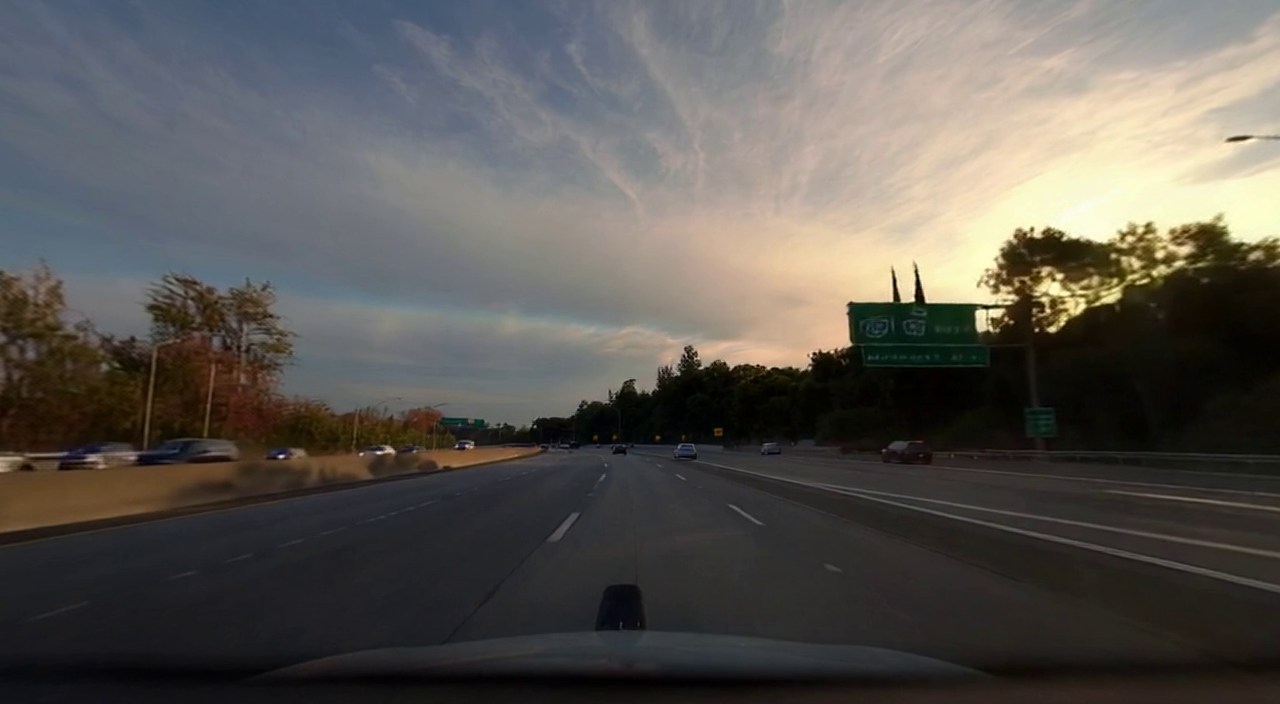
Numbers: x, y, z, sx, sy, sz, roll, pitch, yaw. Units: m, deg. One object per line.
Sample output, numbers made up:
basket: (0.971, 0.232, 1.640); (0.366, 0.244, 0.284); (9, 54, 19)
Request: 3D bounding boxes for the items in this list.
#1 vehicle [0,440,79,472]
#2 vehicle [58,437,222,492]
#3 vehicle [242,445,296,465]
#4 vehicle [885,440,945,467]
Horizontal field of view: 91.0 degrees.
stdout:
vehicle: (-34.613, 5.850, 35.429); (1.918, 1.668, 4.607); (0, -9, -3)
vehicle: (-16.687, 3.779, 21.386); (1.900, 1.651, 4.421); (0, -9, 0)
vehicle: (-29.132, 8.072, 49.588); (1.803, 1.485, 4.232); (0, -9, -2)
vehicle: (17.202, 6.390, 39.640); (1.955, 1.607, 4.232); (0, -9, 1)
